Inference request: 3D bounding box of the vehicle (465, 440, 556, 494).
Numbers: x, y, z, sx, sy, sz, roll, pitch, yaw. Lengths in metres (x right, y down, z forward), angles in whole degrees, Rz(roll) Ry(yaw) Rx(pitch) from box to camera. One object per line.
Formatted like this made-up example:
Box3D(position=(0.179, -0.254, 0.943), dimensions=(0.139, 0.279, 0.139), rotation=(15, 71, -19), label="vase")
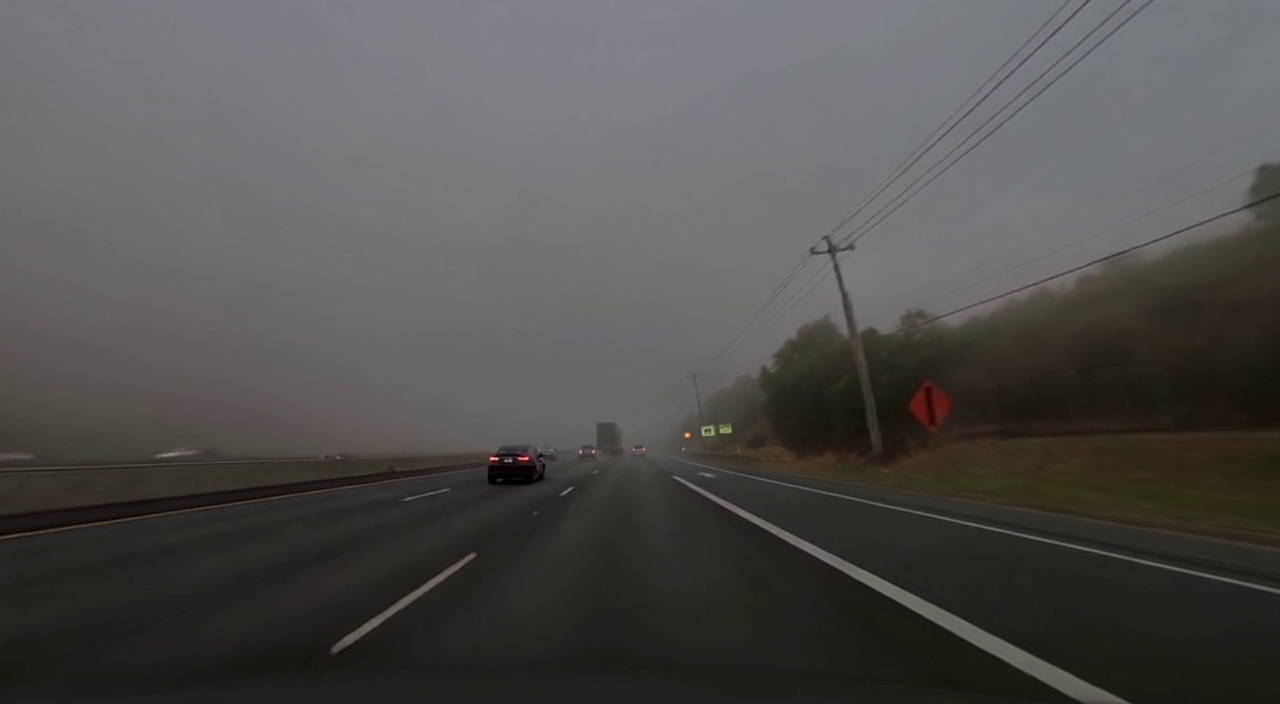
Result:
Box3D(position=(-3.982, 3.617, 20.297), dimensions=(1.963, 1.533, 4.477), rotation=(0, -8, 0), label="vehicle")
